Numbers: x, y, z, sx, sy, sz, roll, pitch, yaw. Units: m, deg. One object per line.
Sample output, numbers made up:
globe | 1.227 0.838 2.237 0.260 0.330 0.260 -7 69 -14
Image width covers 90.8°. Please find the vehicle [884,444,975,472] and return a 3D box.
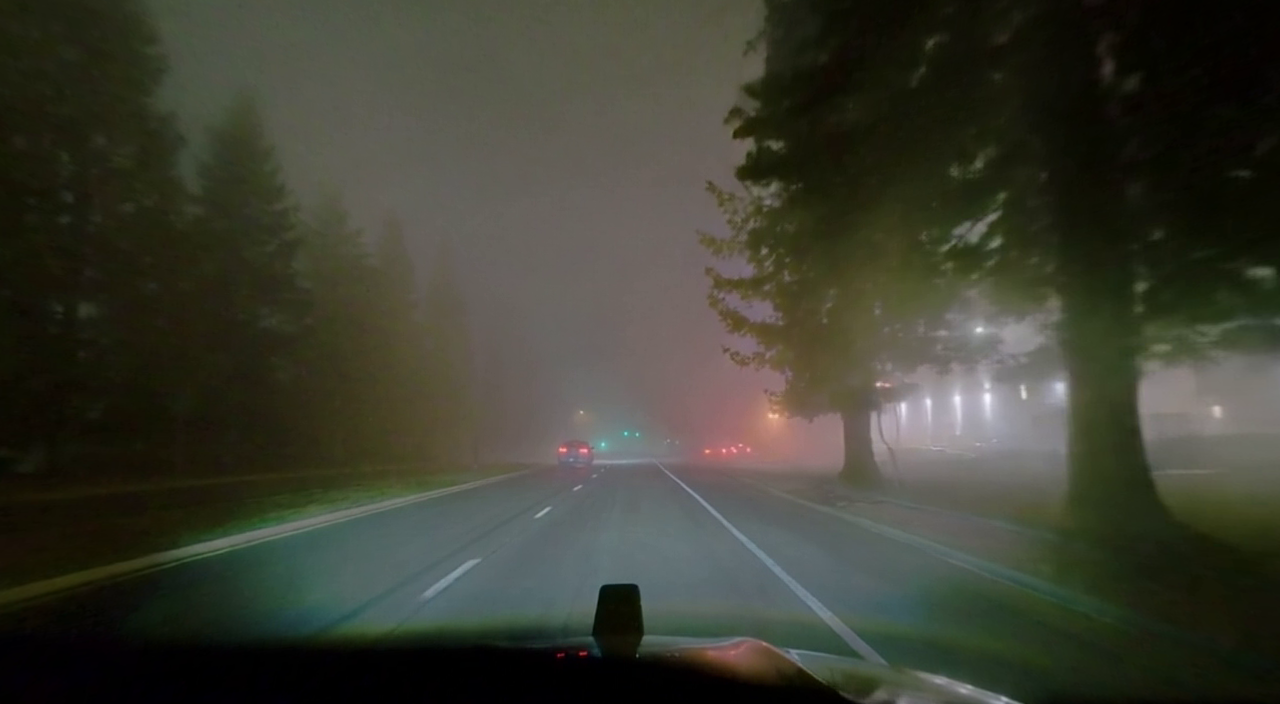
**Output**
vehicle | 16.334 5.978 35.715 4.226 1.499 1.943 1 -8 -11

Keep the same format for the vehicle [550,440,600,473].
vehicle | -3.222 5.238 32.107 2.030 1.550 3.925 0 -8 1

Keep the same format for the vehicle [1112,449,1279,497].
vehicle | 18.003 3.859 20.341 4.230 1.384 1.882 1 -8 -7
